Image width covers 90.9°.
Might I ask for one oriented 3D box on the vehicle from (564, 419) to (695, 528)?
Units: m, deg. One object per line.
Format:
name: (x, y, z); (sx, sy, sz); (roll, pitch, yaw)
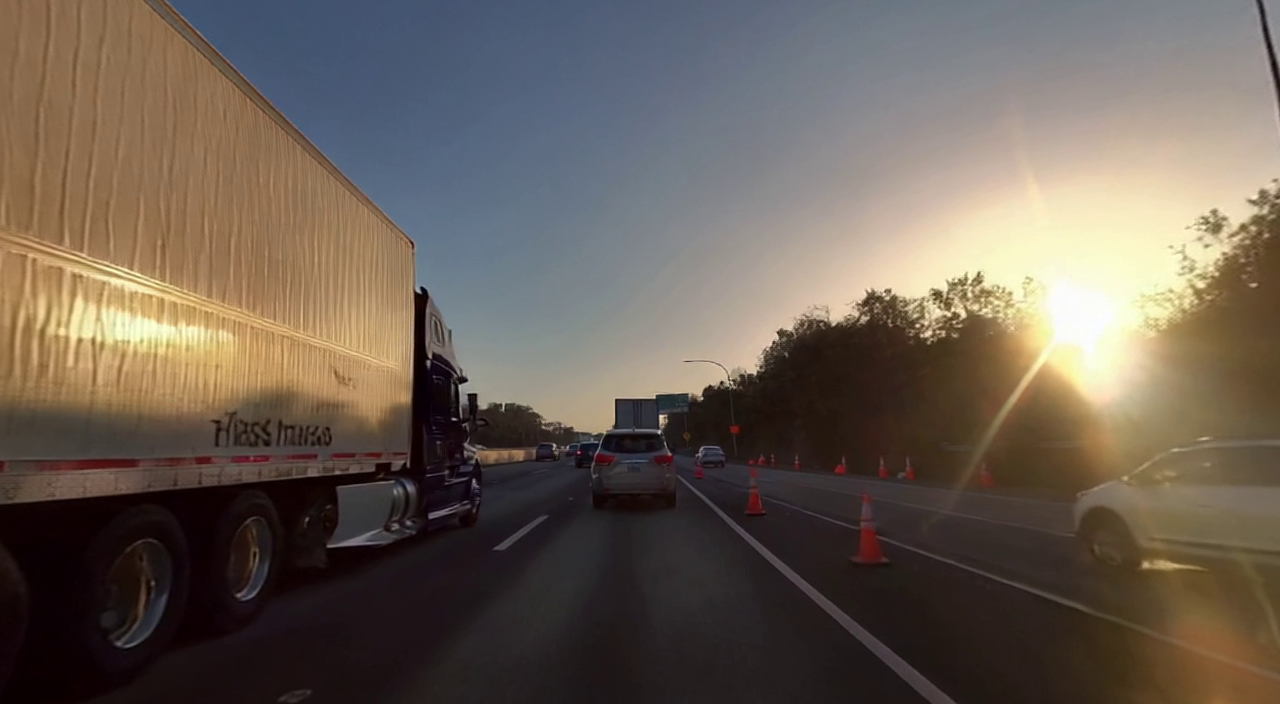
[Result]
vehicle: (-0.203, 2.298, 12.439); (2.152, 1.779, 3.924); (0, -9, -1)

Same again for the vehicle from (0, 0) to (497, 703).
vehicle: (-3.803, 0.287, 5.765); (2.990, 3.885, 8.243); (0, -9, 0)

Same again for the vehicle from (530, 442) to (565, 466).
vehicle: (-7.085, 7.816, 48.584); (1.950, 1.716, 4.436); (0, -9, 1)

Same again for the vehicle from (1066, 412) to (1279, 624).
vehicle: (5.867, 1.329, 5.222); (1.937, 1.601, 3.798); (0, -9, -1)

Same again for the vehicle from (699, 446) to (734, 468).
vehicle: (5.447, 7.568, 45.687); (1.918, 1.479, 4.571); (0, -9, -1)
